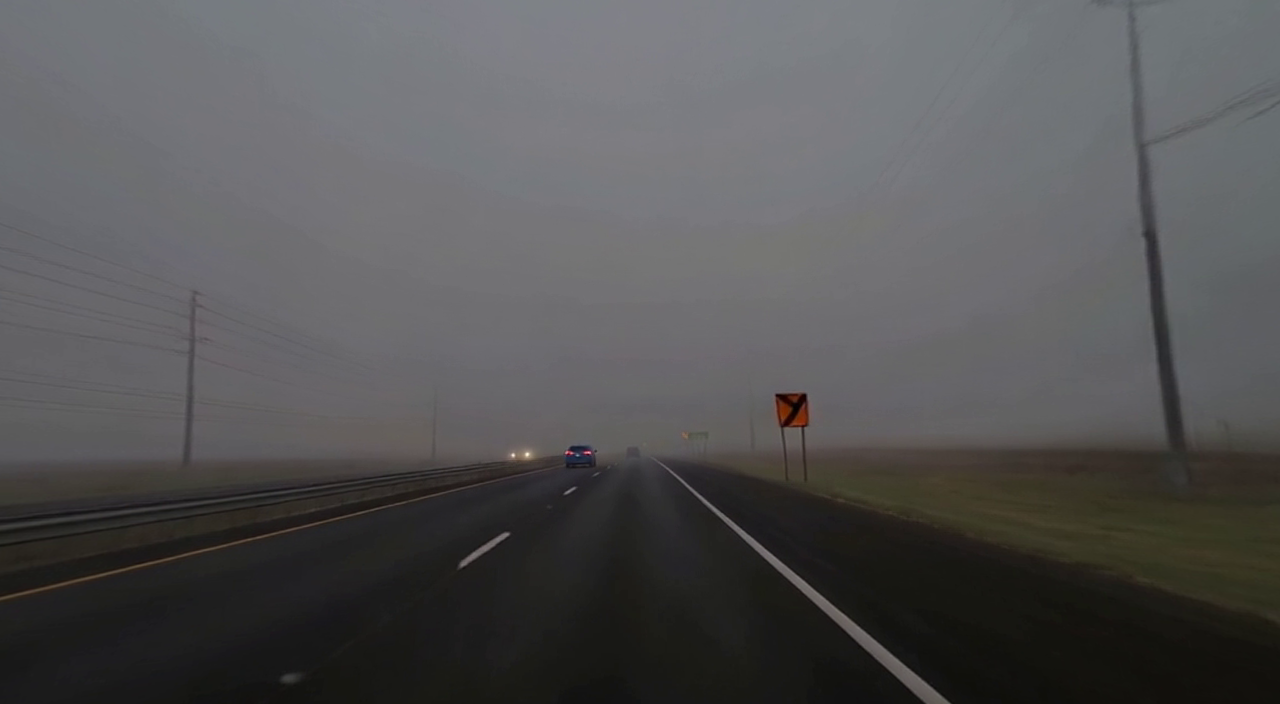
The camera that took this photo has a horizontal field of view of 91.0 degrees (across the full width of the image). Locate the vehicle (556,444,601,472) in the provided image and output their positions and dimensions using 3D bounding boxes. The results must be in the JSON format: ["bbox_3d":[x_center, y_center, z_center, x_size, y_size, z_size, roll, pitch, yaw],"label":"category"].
[{"bbox_3d":[-3.548,6.200,37.010,2.106,1.543,4.465,0,-9,1],"label":"vehicle"}]
